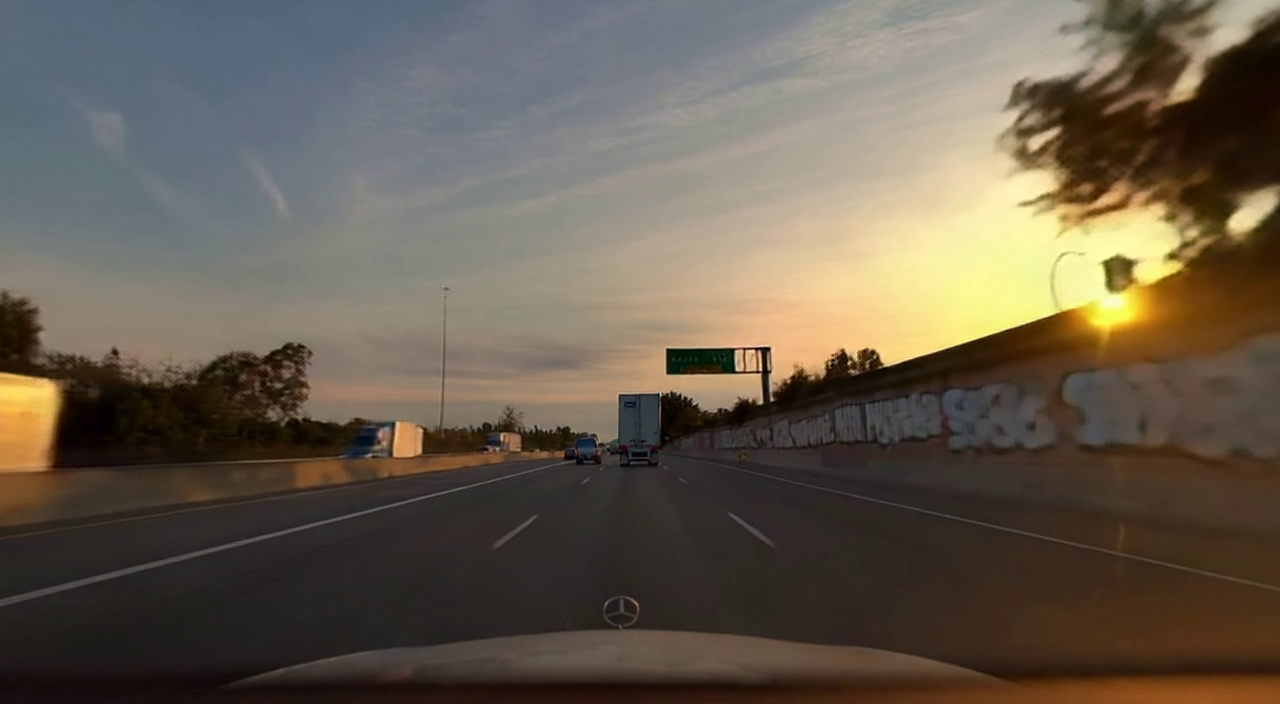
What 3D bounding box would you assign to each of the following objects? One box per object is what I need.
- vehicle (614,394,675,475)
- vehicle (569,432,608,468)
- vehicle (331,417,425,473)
[{"bbox_3d":[0.138,4.943,36.810,3.042,4.023,10.832,0,-9,-1],"label":"vehicle"},{"bbox_3d":[-3.564,6.946,44.614,2.278,2.369,5.249,0,-9,1],"label":"vehicle"},{"bbox_3d":[-19.180,6.965,46.728,2.929,3.679,9.326,0,-9,0],"label":"vehicle"}]
